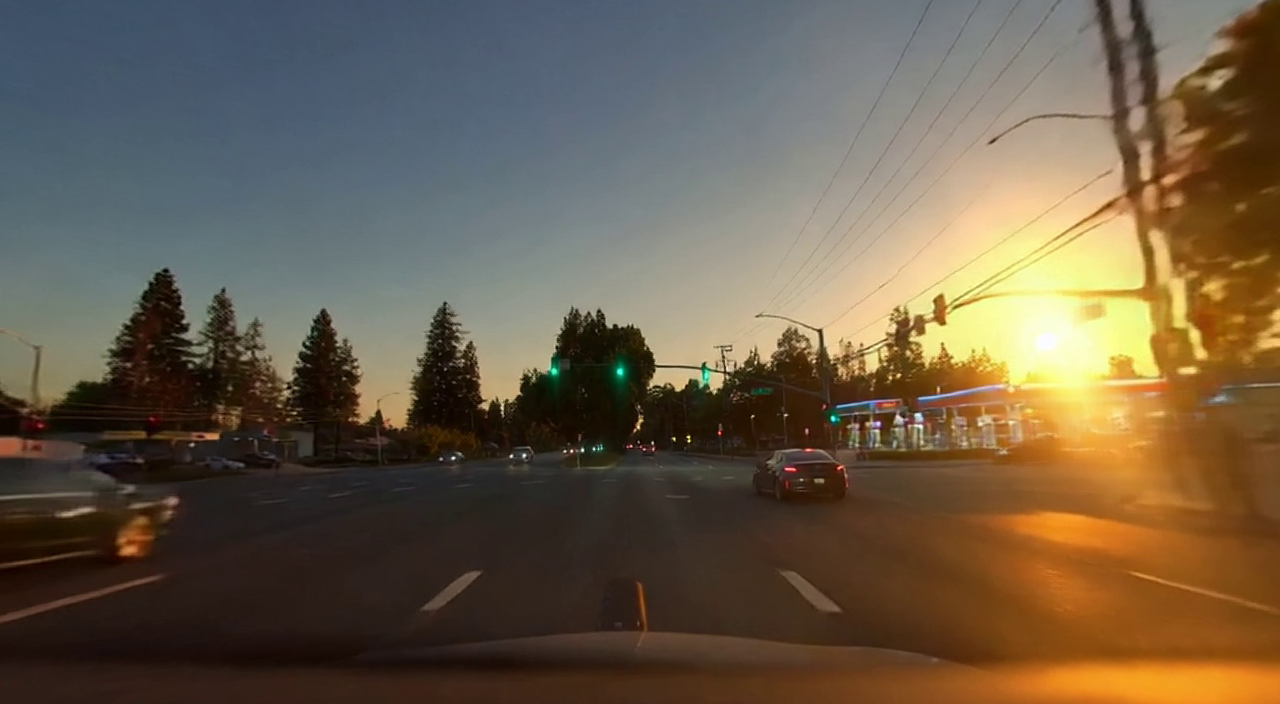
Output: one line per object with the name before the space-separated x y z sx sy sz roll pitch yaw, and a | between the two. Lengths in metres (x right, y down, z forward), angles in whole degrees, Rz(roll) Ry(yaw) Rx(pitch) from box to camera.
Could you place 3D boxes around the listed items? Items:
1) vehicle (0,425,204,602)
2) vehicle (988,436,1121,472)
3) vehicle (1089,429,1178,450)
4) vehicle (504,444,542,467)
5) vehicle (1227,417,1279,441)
vehicle | -6.584 1.483 5.960 1.898 1.539 4.314 0 -9 -1
vehicle | 18.300 4.523 28.153 4.533 1.485 1.916 -3 -9 19
vehicle | 34.257 6.094 43.954 4.416 1.458 1.907 -1 -9 7
vehicle | -8.630 7.713 46.820 1.913 1.478 4.312 -4 -10 0
vehicle | 47.720 5.904 48.018 1.924 1.682 4.388 1 -9 0
